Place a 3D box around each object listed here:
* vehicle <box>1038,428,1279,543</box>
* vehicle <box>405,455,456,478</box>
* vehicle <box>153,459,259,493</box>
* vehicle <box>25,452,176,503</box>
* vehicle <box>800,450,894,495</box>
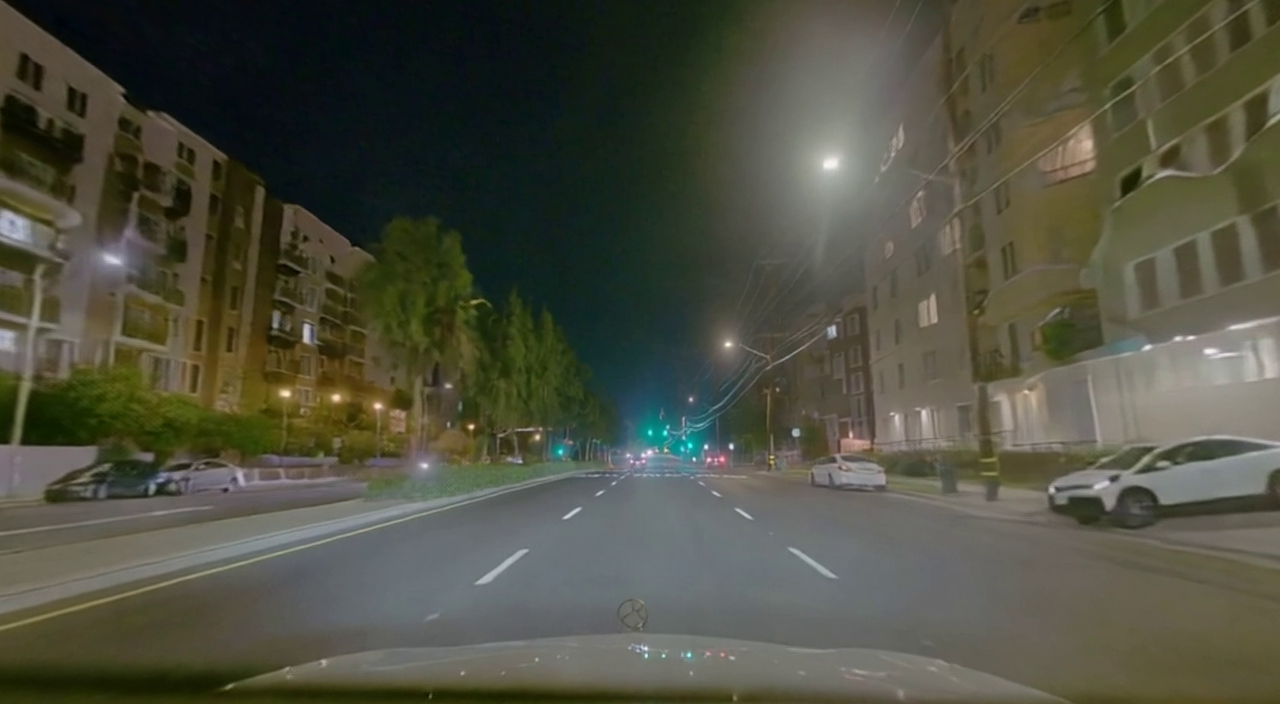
[{"bbox_3d":[9.423,2.137,10.441,4.194,1.682,2.061,-1,-8,3],"label":"vehicle"},{"bbox_3d":[-14.798,8.126,44.827,1.873,1.469,4.442,-1,-8,3],"label":"vehicle"},{"bbox_3d":[-21.818,6.226,31.998,1.906,1.487,4.773,0,-8,1],"label":"vehicle"},{"bbox_3d":[-21.867,5.049,25.883,1.895,1.798,4.703,0,-8,2],"label":"vehicle"},{"bbox_3d":[7.633,4.448,23.732,1.986,1.467,4.412,0,-8,-1],"label":"vehicle"}]
